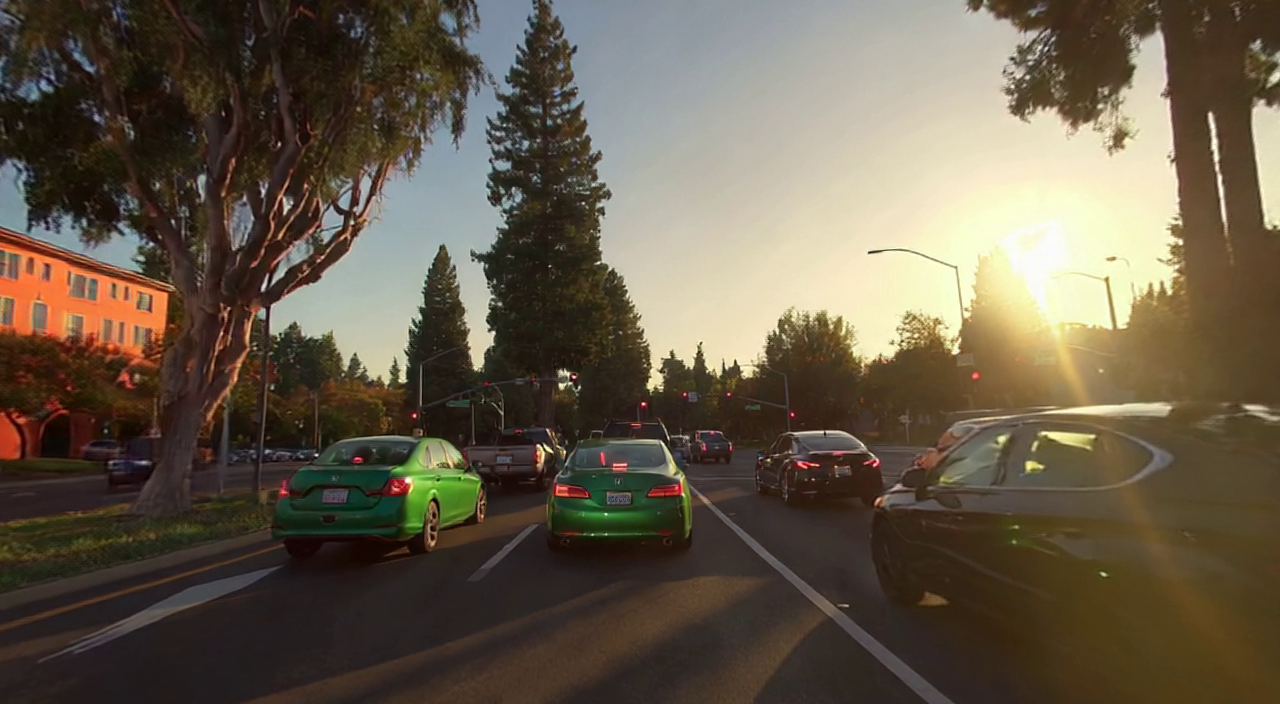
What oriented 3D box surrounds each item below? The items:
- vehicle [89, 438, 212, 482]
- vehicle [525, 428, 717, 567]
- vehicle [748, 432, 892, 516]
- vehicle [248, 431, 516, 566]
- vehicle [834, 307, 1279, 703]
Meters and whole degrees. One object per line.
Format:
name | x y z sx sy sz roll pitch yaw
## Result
vehicle | -21.177 4.661 27.575 2.132 1.724 4.001 0 -8 0
vehicle | -0.209 1.836 8.714 2.041 1.450 3.847 0 -8 0
vehicle | 3.558 2.471 13.289 1.880 1.476 3.932 0 -8 1
vehicle | -3.207 1.891 8.949 1.917 1.441 4.128 -1 -8 2
vehicle | 2.998 0.958 3.573 2.196 1.676 4.865 0 -8 -1
